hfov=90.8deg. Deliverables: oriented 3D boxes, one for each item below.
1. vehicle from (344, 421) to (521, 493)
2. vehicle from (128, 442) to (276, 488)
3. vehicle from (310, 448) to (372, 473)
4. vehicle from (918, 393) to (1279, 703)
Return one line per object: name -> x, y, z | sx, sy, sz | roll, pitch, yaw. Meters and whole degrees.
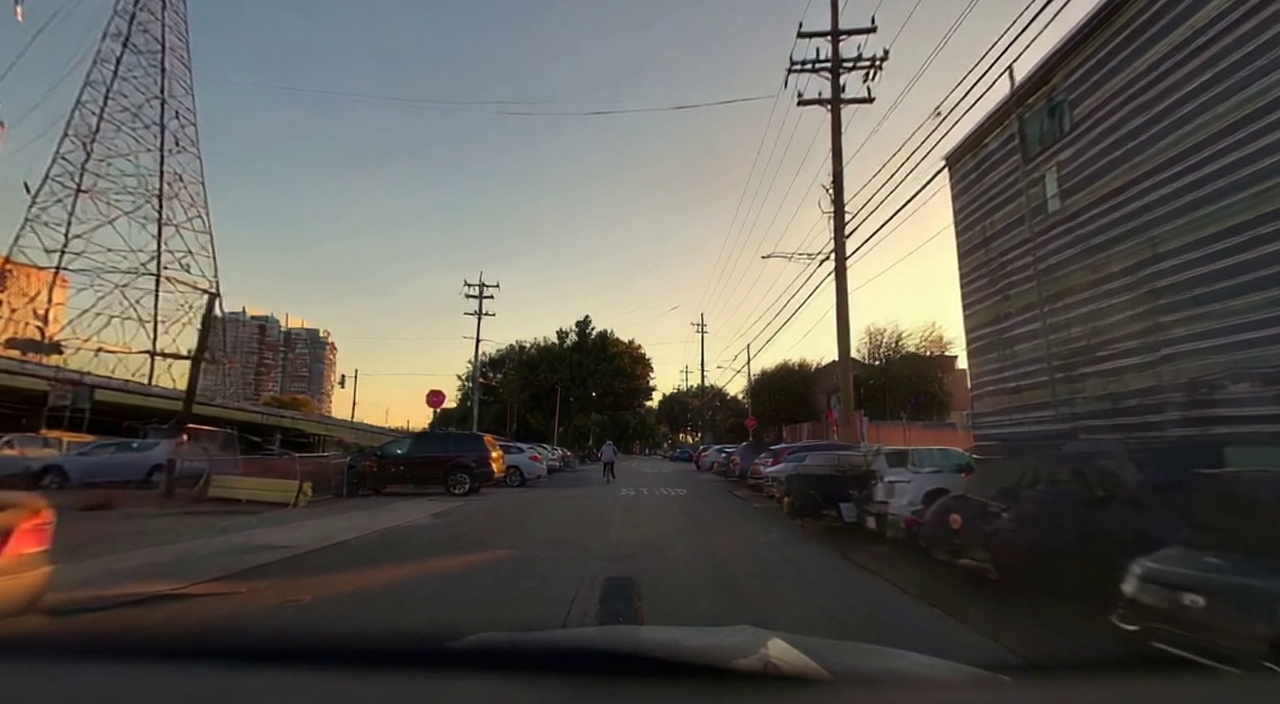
vehicle -> -6.326, 3.269, 19.734 | 4.727, 1.976, 1.970 | 2, -10, 2
vehicle -> -15.643, 4.045, 22.958 | 1.840, 1.477, 4.693 | -1, -8, 3
vehicle -> -19.046, 6.897, 40.480 | 1.834, 1.459, 4.181 | 0, -8, 2
vehicle -> 5.013, 1.128, 3.640 | 5.762, 1.626, 2.184 | 0, -8, 1
